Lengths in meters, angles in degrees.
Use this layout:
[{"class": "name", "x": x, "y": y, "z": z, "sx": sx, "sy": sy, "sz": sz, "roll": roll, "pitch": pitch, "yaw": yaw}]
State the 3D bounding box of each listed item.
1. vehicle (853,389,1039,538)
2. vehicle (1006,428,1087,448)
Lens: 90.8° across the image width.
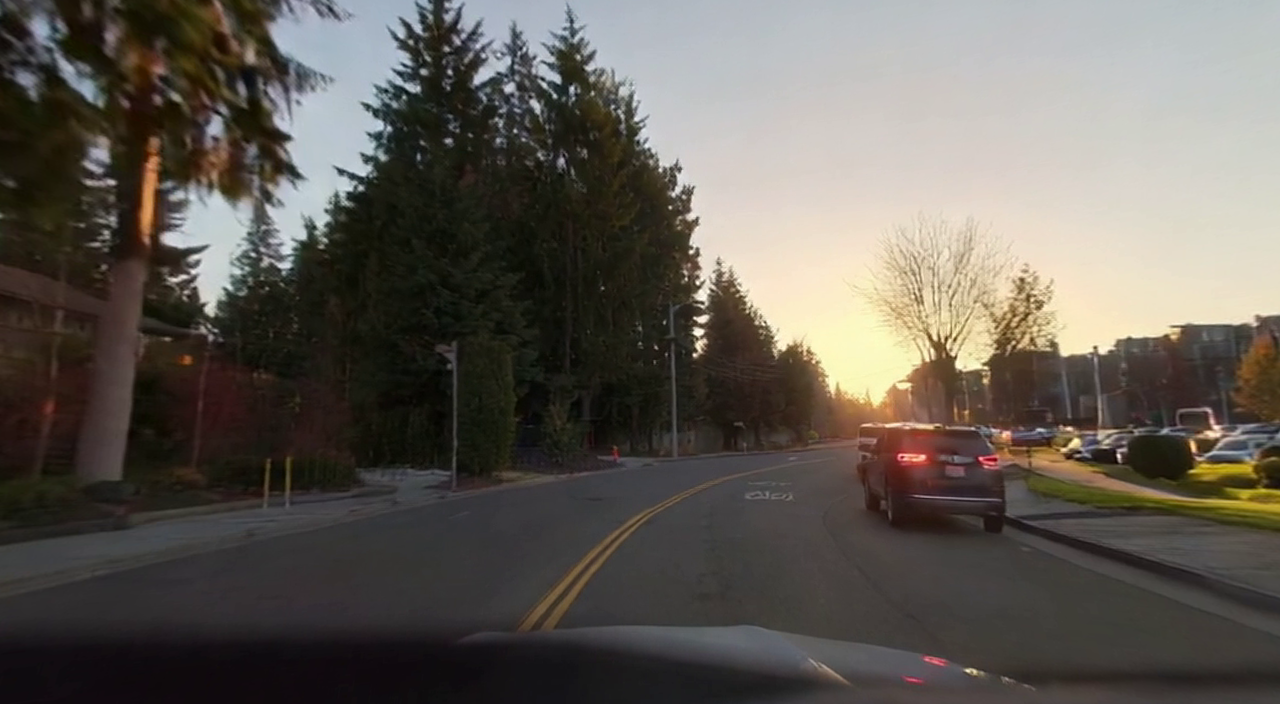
[{"class": "vehicle", "x": 5.211, "y": 1.920, "z": 11.301, "sx": 2.043, "sy": 2.250, "sz": 3.024, "roll": -1, "pitch": -8, "yaw": 8}, {"class": "vehicle", "x": 31.163, "y": 6.642, "z": 48.569, "sx": 4.726, "sy": 1.481, "sz": 1.957, "roll": -1, "pitch": -8, "yaw": 8}]
